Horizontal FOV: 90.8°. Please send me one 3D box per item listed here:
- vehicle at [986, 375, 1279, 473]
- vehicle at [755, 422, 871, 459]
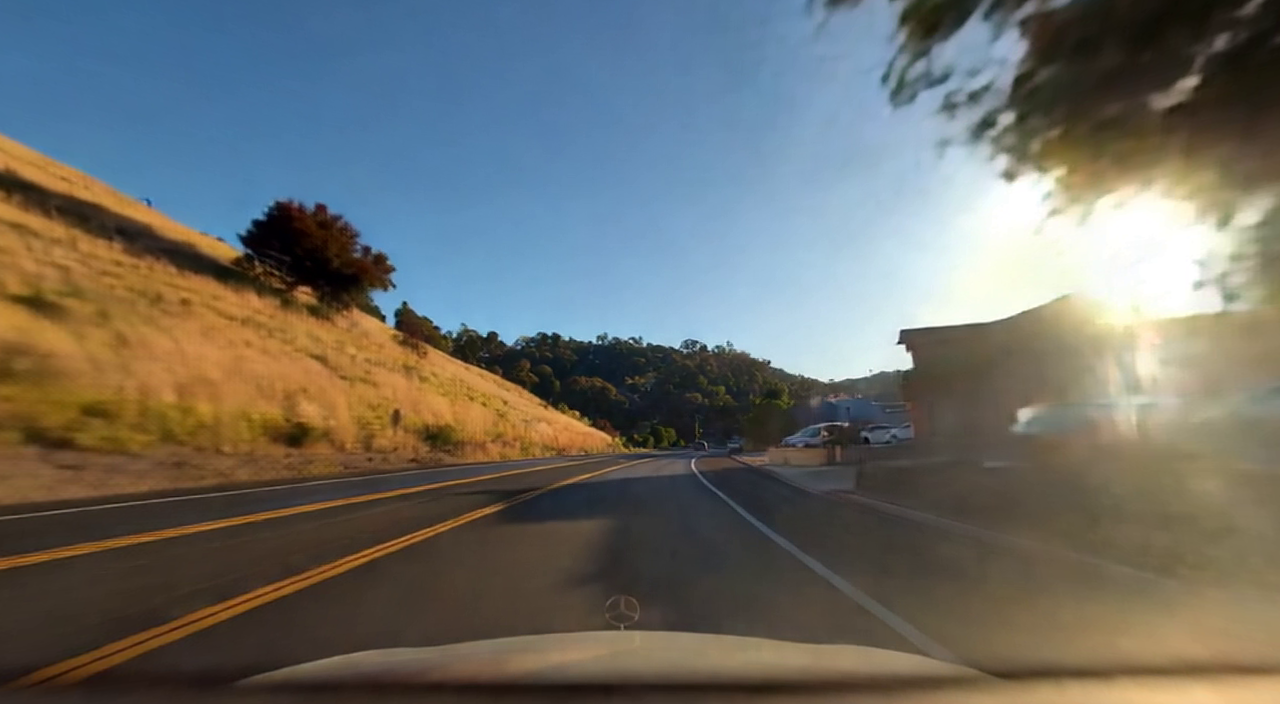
[{"bbox_3d":[9.465,1.527,12.694,2.103,1.447,4.727,-4,-9,-3],"label":"vehicle"},{"bbox_3d":[9.860,5.165,36.613,2.216,1.887,6.388,4,-11,-35],"label":"vehicle"}]
